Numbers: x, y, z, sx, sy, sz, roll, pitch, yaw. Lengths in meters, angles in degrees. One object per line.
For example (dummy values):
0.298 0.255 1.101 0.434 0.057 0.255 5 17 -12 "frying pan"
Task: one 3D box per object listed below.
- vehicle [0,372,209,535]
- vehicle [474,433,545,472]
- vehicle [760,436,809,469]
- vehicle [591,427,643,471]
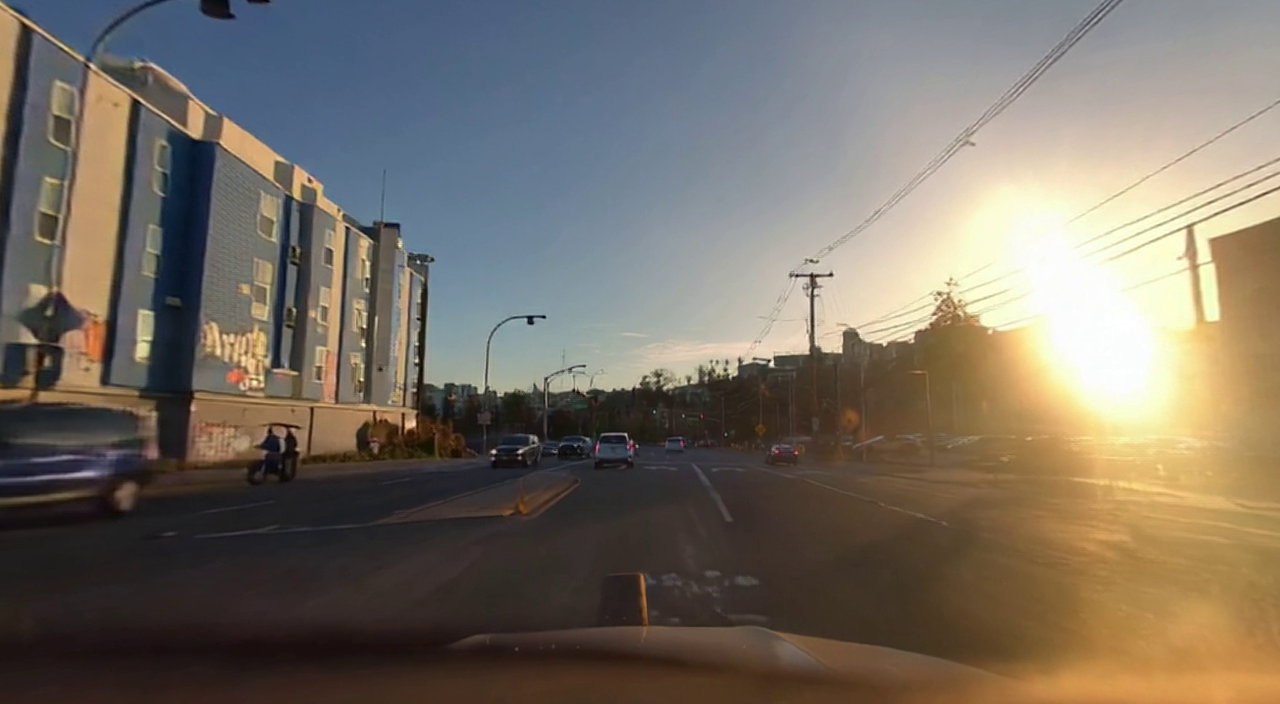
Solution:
-9.284 1.450 9.260 2.393 2.059 4.739 0 -7 2 "vehicle"
-5.438 4.213 26.874 1.973 1.502 4.275 0 -7 2 "vehicle"
8.344 5.804 36.698 1.952 1.749 4.311 0 -7 2 "vehicle"
-1.022 4.314 28.492 2.160 1.786 4.702 1 -7 -2 "vehicle"
